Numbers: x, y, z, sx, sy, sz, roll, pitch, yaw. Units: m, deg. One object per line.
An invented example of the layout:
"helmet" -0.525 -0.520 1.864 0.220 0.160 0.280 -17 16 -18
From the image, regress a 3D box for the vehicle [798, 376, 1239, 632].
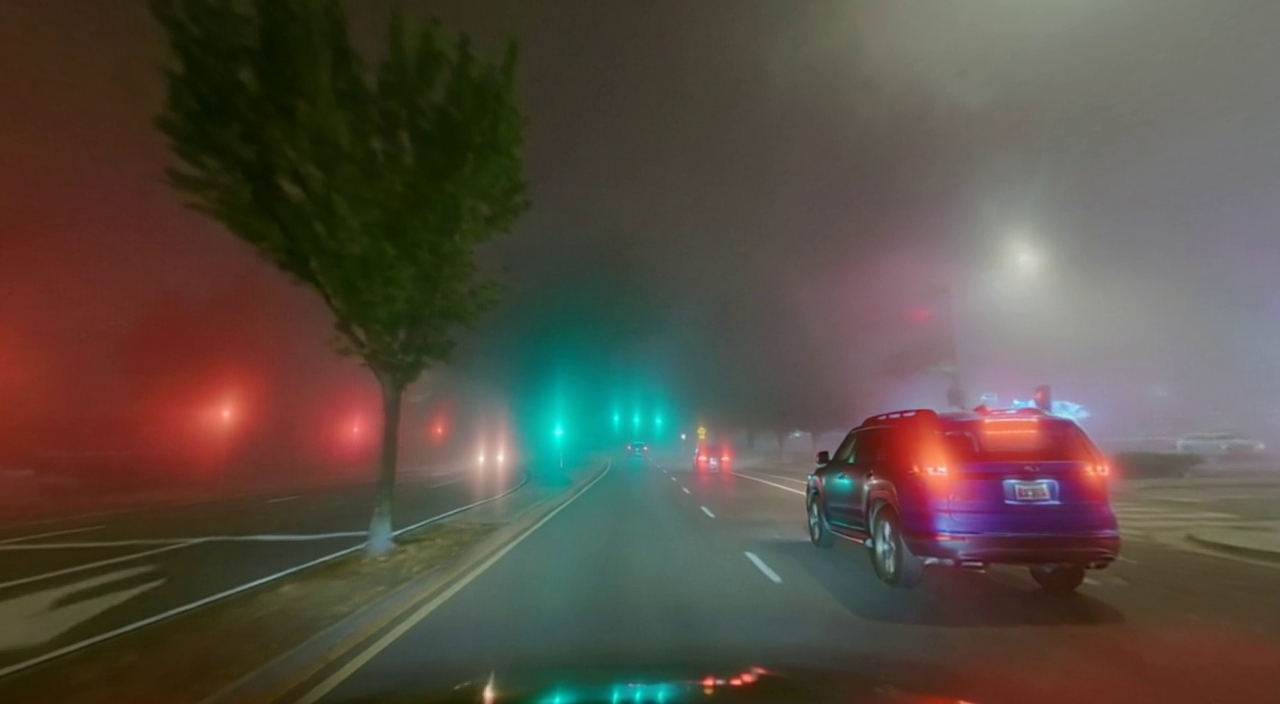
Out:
"vehicle" 3.321 1.427 6.848 2.033 1.865 4.360 0 -8 0

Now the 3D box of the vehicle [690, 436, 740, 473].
"vehicle" 3.903 5.453 33.710 2.085 1.828 5.383 0 -8 1

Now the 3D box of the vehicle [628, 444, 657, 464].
"vehicle" 0.200 7.794 48.386 2.131 1.474 4.146 0 -8 0

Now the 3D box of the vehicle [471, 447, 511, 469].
"vehicle" -10.700 7.653 45.486 1.932 1.483 4.246 0 -8 -2
